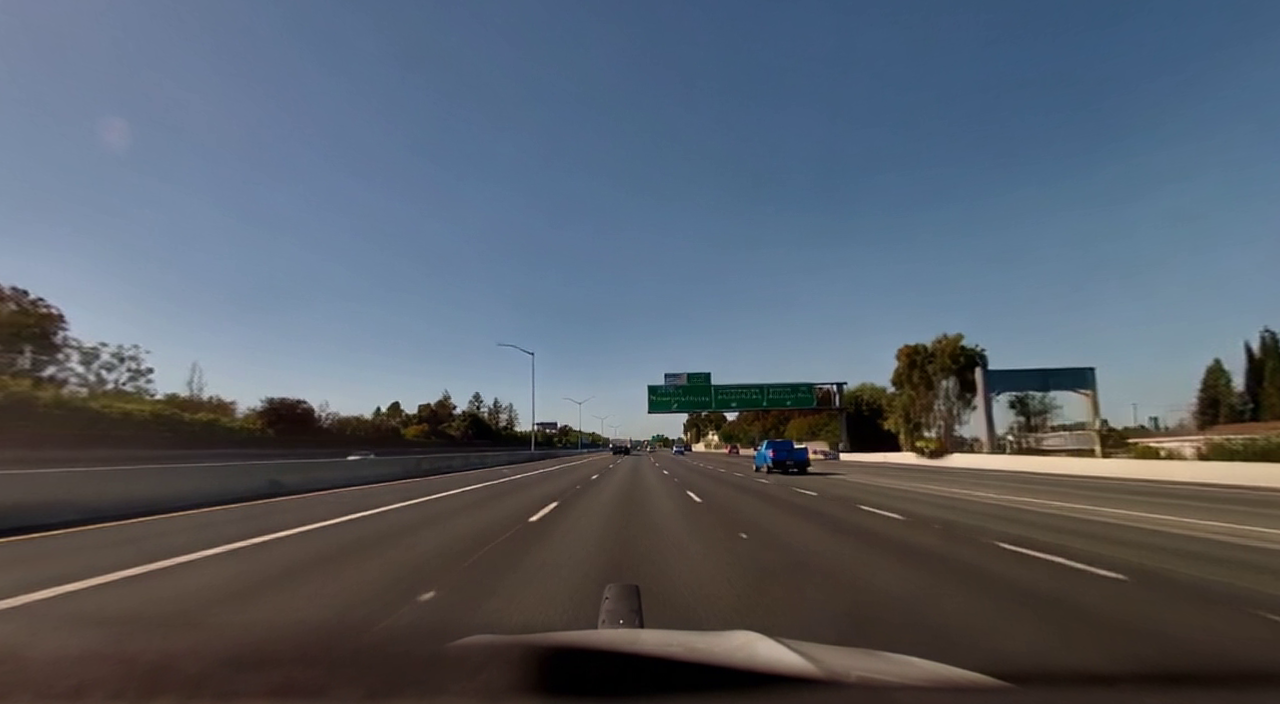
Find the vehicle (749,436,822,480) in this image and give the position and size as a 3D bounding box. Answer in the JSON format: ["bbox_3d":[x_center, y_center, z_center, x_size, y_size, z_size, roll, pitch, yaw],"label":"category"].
[{"bbox_3d":[6.311,4.641,27.892,2.096,1.767,4.601,0,-9,0],"label":"vehicle"}]
